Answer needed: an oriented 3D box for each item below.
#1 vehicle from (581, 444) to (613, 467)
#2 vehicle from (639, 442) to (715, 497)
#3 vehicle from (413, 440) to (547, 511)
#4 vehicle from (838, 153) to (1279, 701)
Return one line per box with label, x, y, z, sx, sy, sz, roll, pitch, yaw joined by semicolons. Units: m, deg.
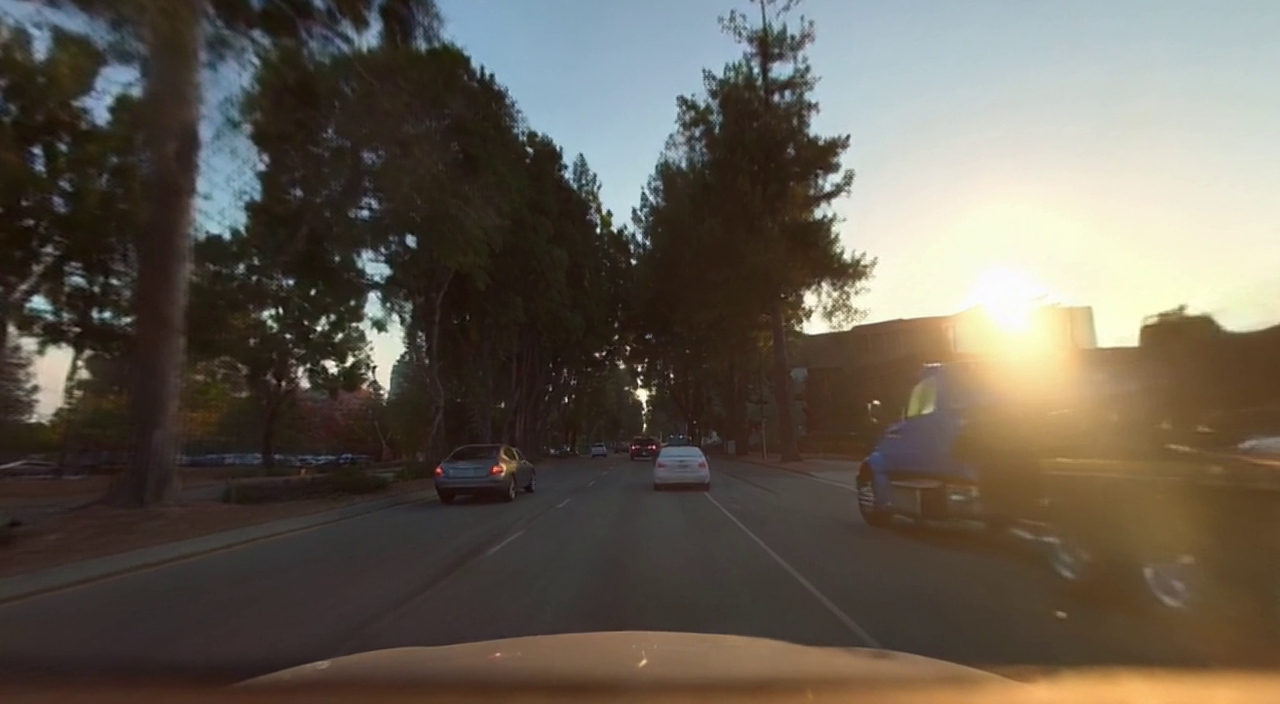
vehicle;-3.206;7.892;48.167;2.062;1.641;4.193;0;-9;2
vehicle;1.154;3.543;19.377;2.086;1.466;4.026;-1;-9;4
vehicle;-3.829;3.043;16.097;2.003;1.507;4.808;0;-9;2
vehicle;5.391;0.980;7.551;3.089;3.258;8.841;0;-8;0
